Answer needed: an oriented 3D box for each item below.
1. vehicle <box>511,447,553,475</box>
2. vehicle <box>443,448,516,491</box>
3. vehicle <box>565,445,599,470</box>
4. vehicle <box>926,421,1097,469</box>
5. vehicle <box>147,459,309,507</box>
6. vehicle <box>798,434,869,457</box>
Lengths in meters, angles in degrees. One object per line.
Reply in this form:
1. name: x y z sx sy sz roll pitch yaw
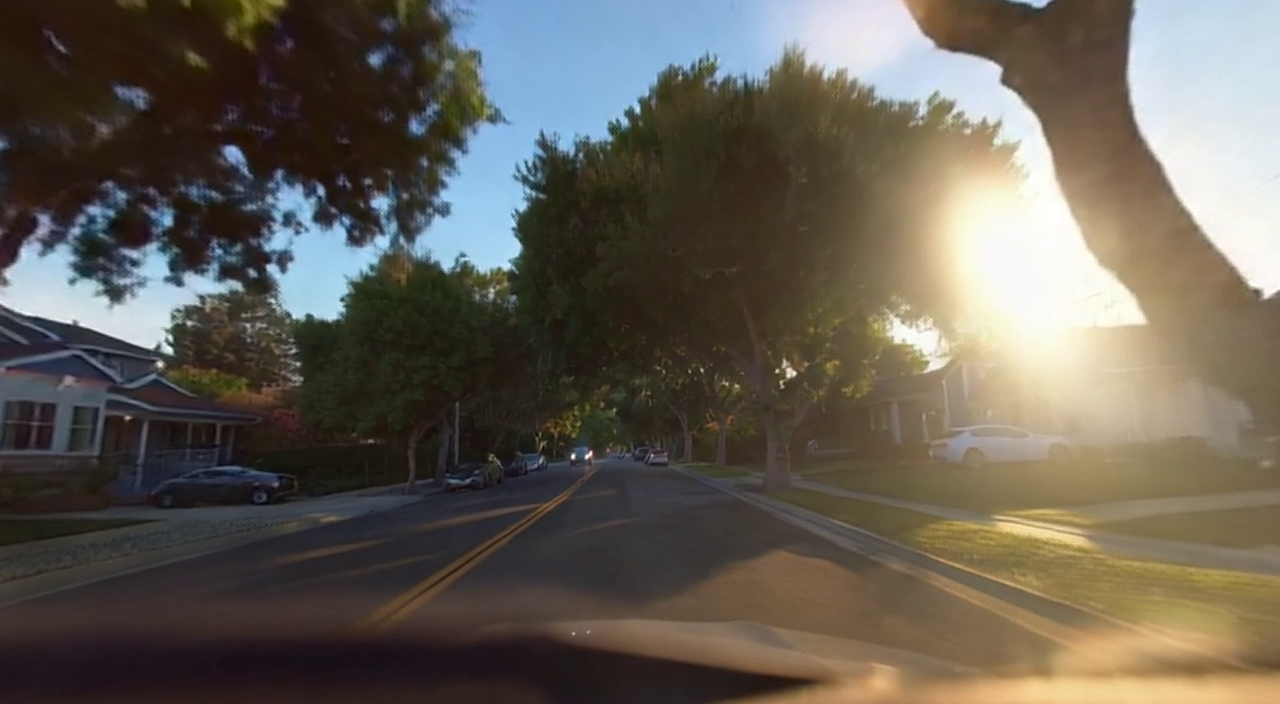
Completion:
1. vehicle: -7.004 7.133 41.368 2.033 1.721 4.328 0 -9 -1
2. vehicle: -6.746 4.978 27.032 2.031 1.662 4.194 0 -9 0
3. vehicle: -4.236 7.822 46.868 2.106 1.688 4.392 0 -9 -1
4. vehicle: 12.227 3.131 21.129 4.389 1.480 2.038 -1 -9 9
5. vehicle: -14.045 4.434 21.640 4.487 1.464 1.889 -2 -10 11
6. vehicle: 12.838 6.245 42.167 4.370 1.433 1.889 -2 -10 12
